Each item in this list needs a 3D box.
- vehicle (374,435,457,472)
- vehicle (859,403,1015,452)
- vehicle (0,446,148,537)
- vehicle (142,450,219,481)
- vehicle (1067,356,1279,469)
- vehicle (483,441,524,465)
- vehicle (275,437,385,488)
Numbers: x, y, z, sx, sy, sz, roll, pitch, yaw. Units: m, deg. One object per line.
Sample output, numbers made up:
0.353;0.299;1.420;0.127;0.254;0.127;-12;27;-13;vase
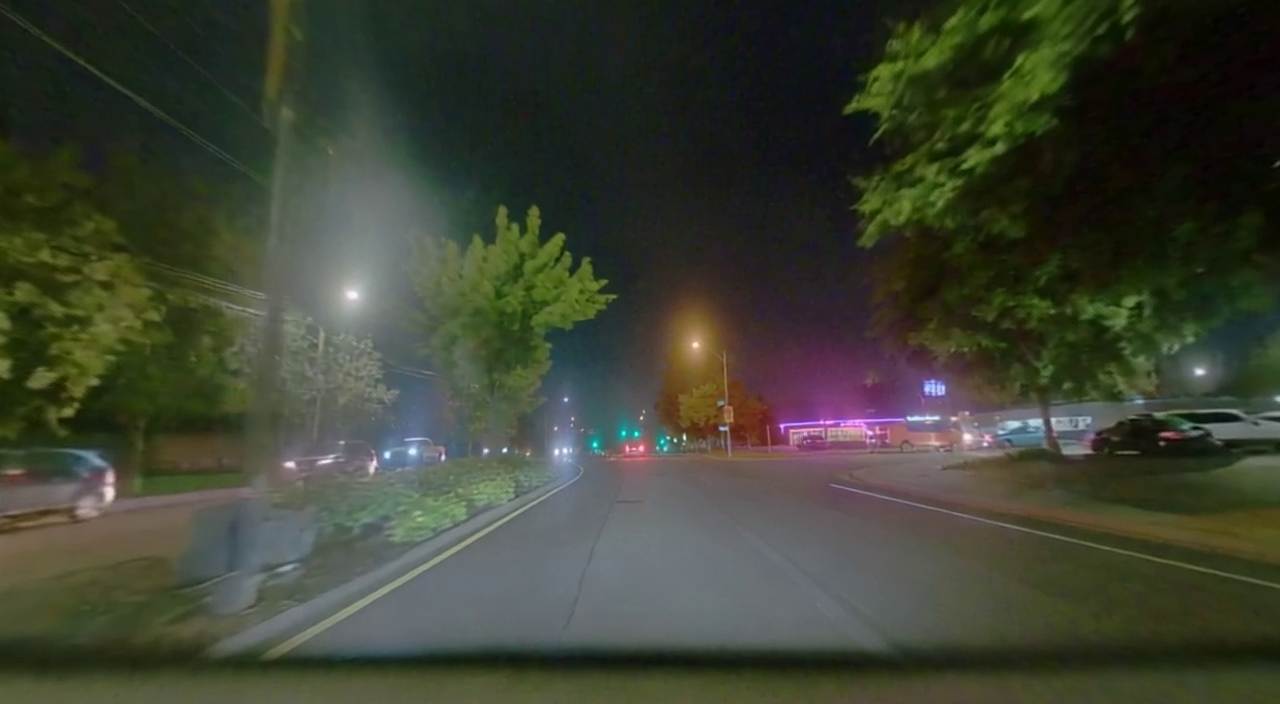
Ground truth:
-11.925;5.460;34.039;2.471;1.783;5.903;0;-8;-2;vehicle
18.960;4.923;40.619;8.462;3.012;2.906;0;-8;-1;vehicle
-11.717;2.499;11.602;1.931;1.493;4.308;0;-9;-2;vehicle
-24.603;6.040;33.925;1.863;1.519;4.451;2;-9;-16;vehicle
17.711;2.242;21.125;2.920;2.995;8.704;-3;-9;16;vehicle
-10.632;7.948;49.553;2.189;1.747;4.651;0;-9;0;vehicle
-10.318;3.687;21.329;1.778;1.517;3.923;0;-8;-1;vehicle
